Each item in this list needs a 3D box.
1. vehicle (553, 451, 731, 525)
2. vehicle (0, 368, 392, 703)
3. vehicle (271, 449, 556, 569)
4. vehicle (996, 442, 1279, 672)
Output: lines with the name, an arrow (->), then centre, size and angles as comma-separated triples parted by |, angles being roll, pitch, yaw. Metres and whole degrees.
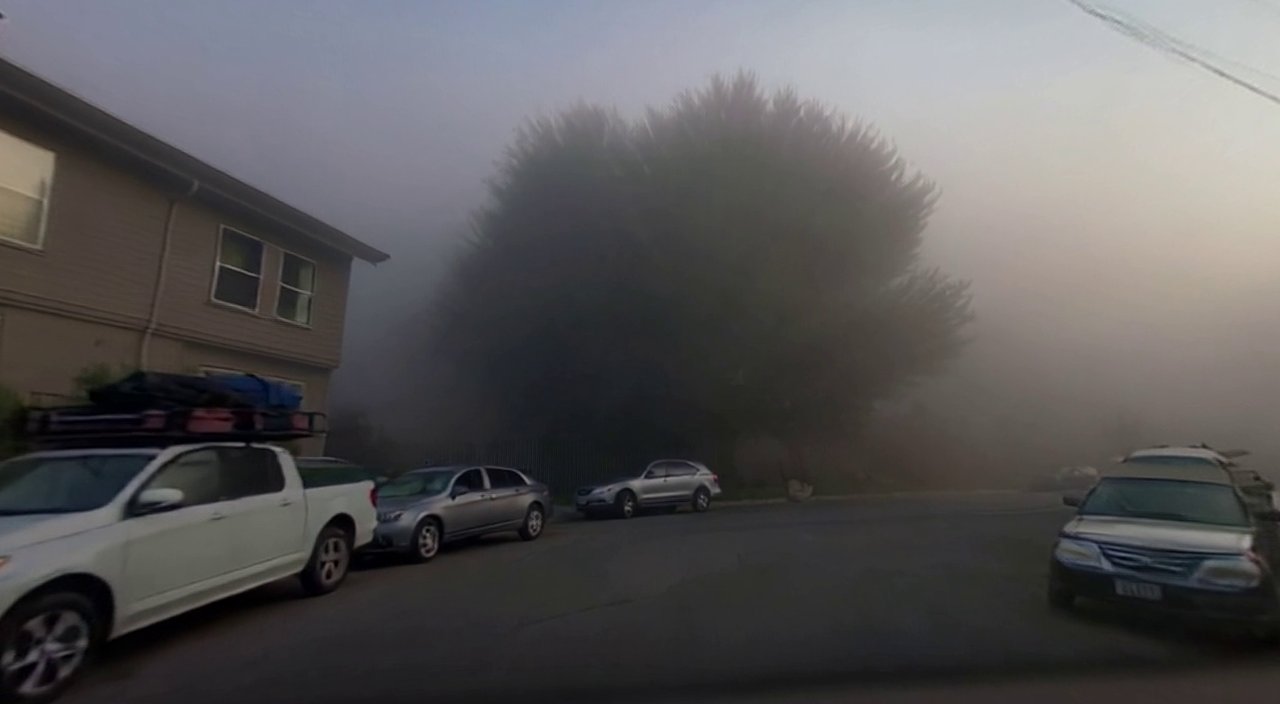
vehicle -> 0.141, 3.370, 16.235 | 4.217, 1.547, 2.082 | 7, -11, -40
vehicle -> -4.124, 1.352, 4.901 | 2.247, 1.702, 5.043 | -5, -10, 2
vehicle -> -3.328, 2.478, 10.506 | 1.943, 1.475, 4.701 | -6, -12, 17
vehicle -> 5.459, 1.682, 6.384 | 2.054, 1.509, 4.671 | -8, -11, 43
